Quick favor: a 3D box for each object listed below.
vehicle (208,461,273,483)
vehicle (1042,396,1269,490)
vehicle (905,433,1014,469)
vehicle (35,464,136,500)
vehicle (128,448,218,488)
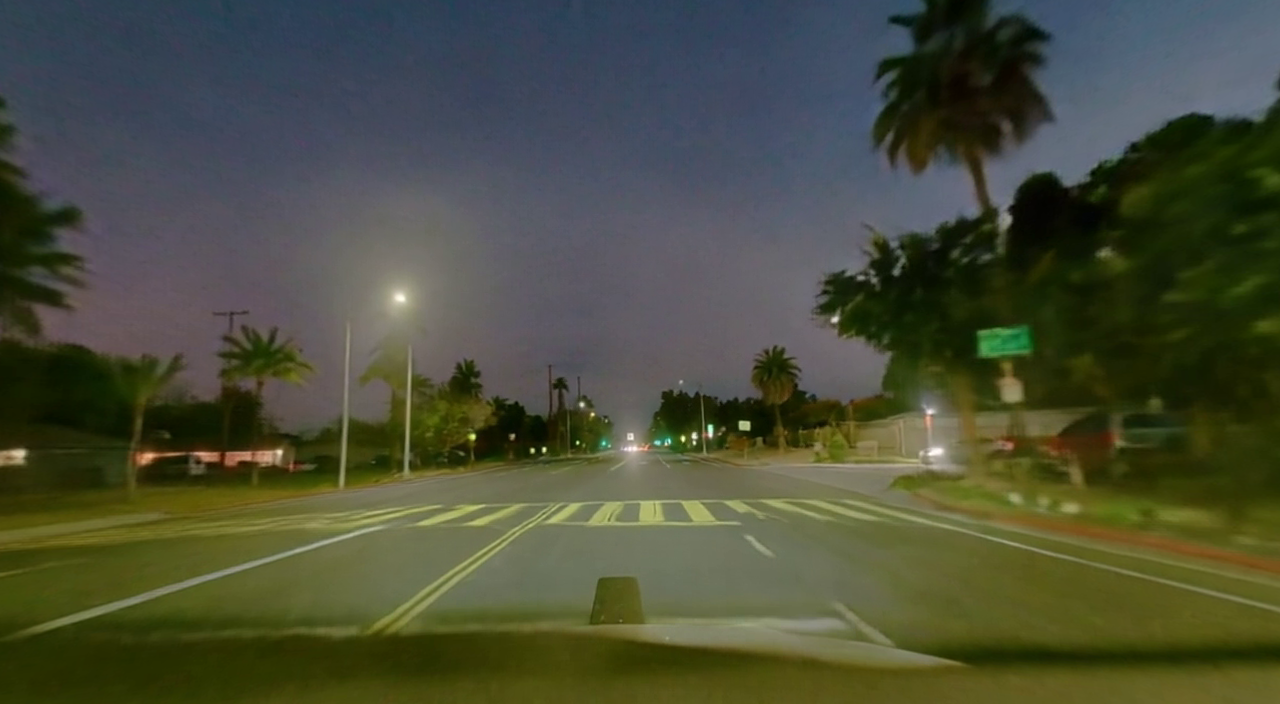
[{"bbox_3d":[-30.628,9.146,48.432,4.858,1.473,2.034,-5,-9,29],"label":"vehicle"},{"bbox_3d":[12.771,2.261,15.682,4.963,2.031,2.132,4,-9,-23],"label":"vehicle"},{"bbox_3d":[16.214,5.026,32.235,4.296,1.701,2.255,0,-8,-1],"label":"vehicle"},{"bbox_3d":[-26.083,6.044,29.706,4.452,1.466,1.910,-4,-10,27],"label":"vehicle"},{"bbox_3d":[-26.356,6.466,35.640,4.714,1.999,2.272,-5,-8,30],"label":"vehicle"}]
